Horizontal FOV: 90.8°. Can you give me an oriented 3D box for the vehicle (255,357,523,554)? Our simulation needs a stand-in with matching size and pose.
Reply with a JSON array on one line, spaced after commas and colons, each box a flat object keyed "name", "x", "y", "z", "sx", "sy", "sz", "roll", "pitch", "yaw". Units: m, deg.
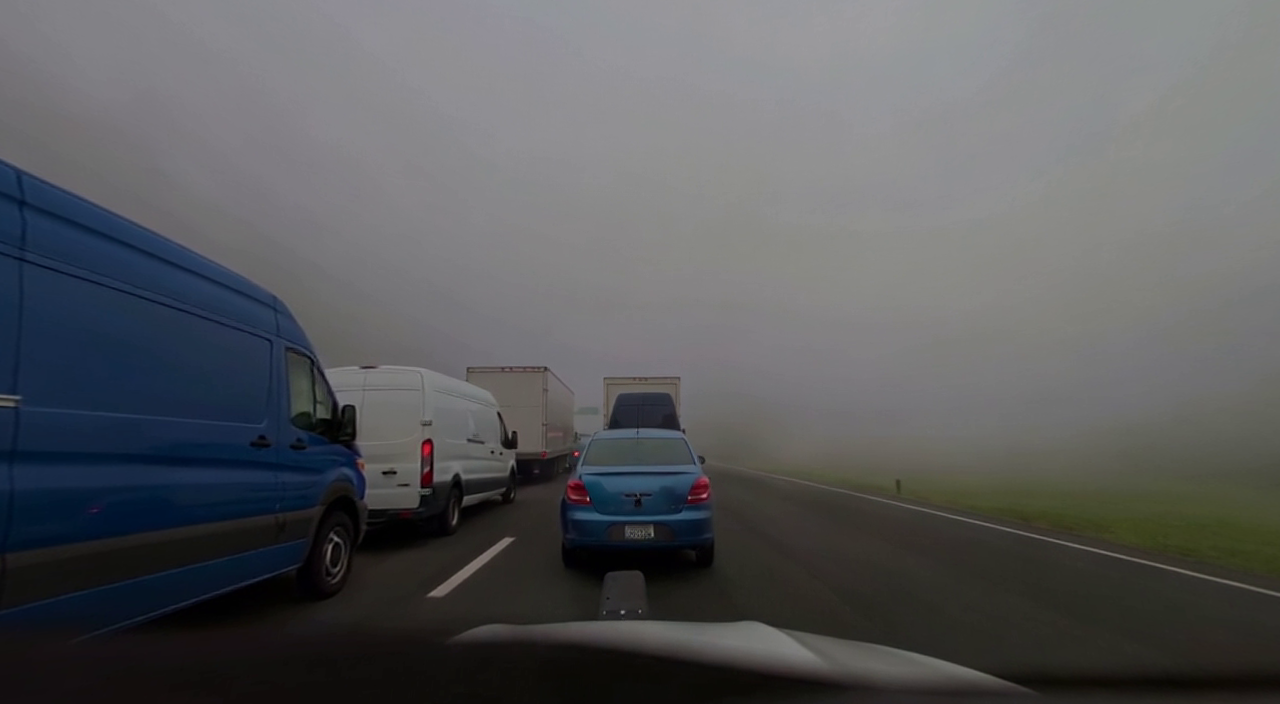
[{"name": "vehicle", "x": -4.024, "y": 1.911, "z": 12.017, "sx": 2.349, "sy": 2.643, "sz": 6.807, "roll": 0, "pitch": -9, "yaw": -1}]

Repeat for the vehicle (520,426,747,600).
[{"name": "vehicle", "x": -0.100, "y": 1.687, "z": 7.331, "sx": 1.995, "sy": 1.495, "sz": 3.380, "roll": 0, "pitch": -9, "yaw": -1}]

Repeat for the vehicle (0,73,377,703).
[{"name": "vehicle", "x": -4.052, "y": 0.341, "z": 3.755, "sx": 2.254, "sy": 2.879, "sz": 6.656, "roll": 0, "pitch": -9, "yaw": -2}]
